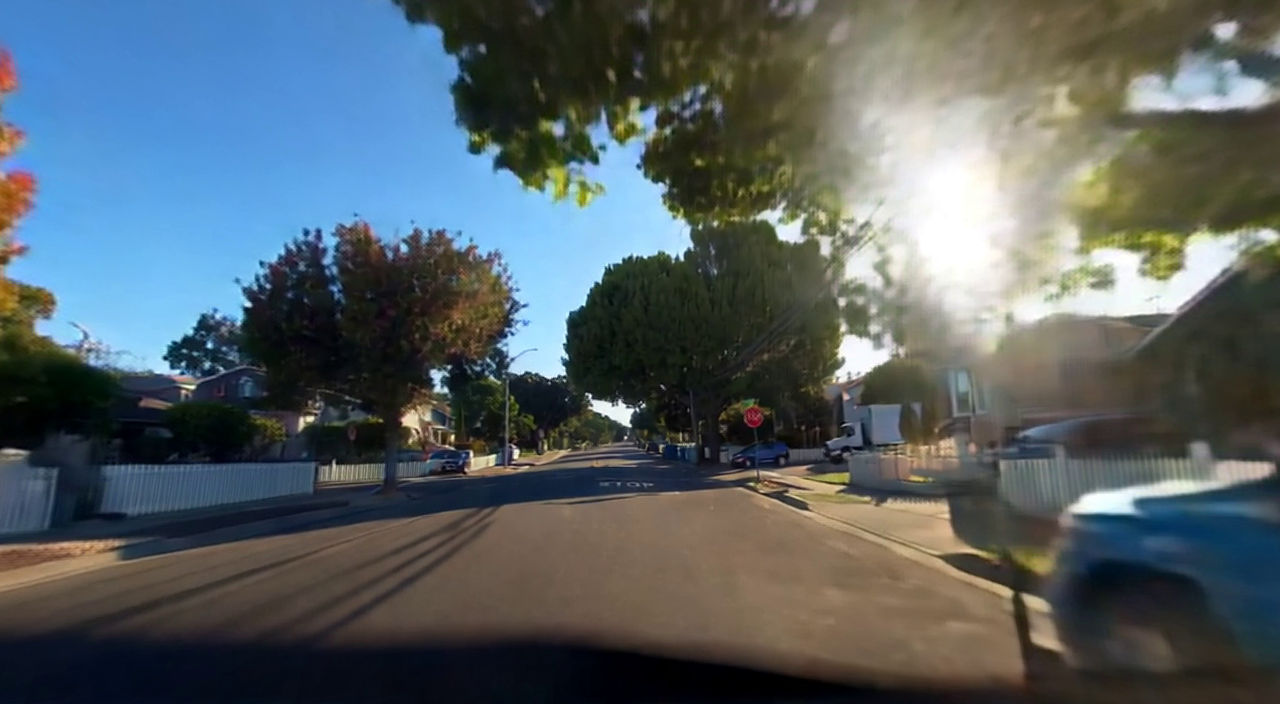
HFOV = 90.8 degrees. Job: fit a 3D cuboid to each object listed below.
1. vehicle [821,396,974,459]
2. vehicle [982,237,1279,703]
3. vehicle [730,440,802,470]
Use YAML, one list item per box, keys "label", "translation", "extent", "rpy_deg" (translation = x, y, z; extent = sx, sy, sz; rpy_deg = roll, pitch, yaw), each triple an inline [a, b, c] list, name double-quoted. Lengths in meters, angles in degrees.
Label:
- label: "vehicle"
  translation: [15.225, 4.599, 37.909]
  extent: [7.759, 3.523, 2.930]
  rpy_deg: [-1, -9, 0]
- label: "vehicle"
  translation: [2.700, 0.445, 0.509]
  extent: [2.126, 1.795, 4.751]
  rpy_deg: [0, -9, 0]
- label: "vehicle"
  translation: [7.530, 6.191, 38.123]
  extent: [3.867, 1.710, 2.107]
  rpy_deg: [0, -9, -1]
